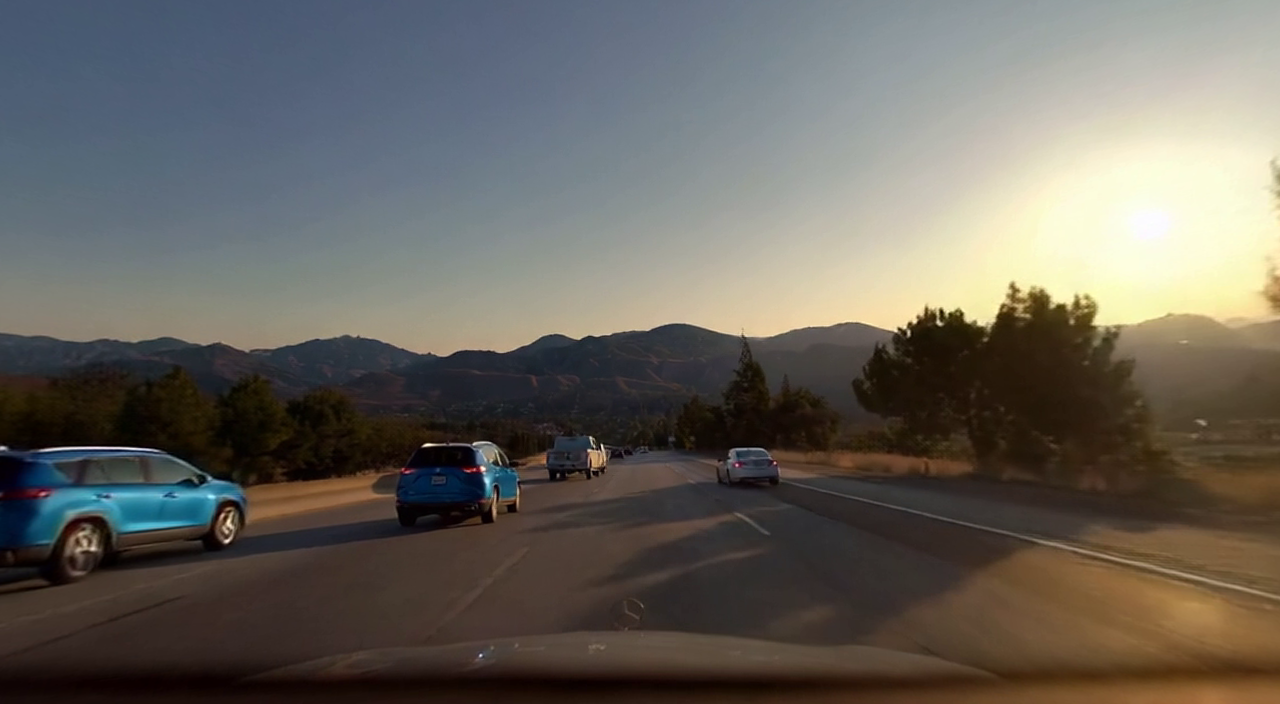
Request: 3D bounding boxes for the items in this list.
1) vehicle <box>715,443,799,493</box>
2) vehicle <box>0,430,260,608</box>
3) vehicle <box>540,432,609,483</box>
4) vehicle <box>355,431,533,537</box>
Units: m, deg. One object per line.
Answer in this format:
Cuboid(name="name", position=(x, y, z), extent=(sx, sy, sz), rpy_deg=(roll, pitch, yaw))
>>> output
Cuboid(name="vehicle", position=(4.020, 4.073, 22.527), extent=(2.071, 1.570, 4.637), rpy_deg=(0, -9, -1))
Cuboid(name="vehicle", position=(-7.000, 1.799, 7.421), extent=(2.084, 1.639, 4.648), rpy_deg=(0, -9, 1))
Cuboid(name="vehicle", position=(-2.934, 4.921, 29.667), extent=(2.494, 2.136, 5.539), rpy_deg=(0, -9, 2))
Cuboid(name="vehicle", position=(-3.591, 2.488, 12.509), extent=(2.080, 1.716, 4.207), rpy_deg=(0, -9, 1))
